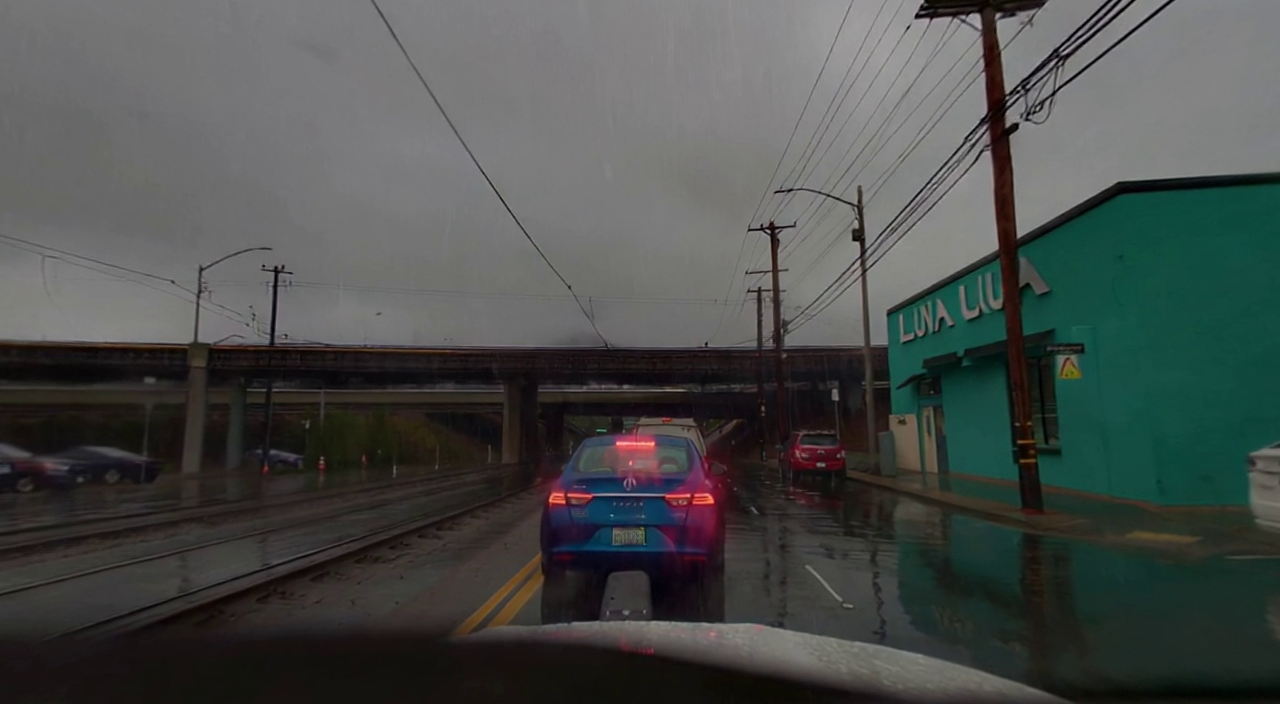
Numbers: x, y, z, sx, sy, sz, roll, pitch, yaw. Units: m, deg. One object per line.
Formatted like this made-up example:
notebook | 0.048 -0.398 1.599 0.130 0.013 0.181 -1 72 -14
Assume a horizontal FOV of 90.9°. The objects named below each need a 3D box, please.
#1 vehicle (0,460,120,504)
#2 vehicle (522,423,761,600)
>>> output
vehicle | -21.934 4.674 22.841 4.566 1.453 1.935 -1 -9 5
vehicle | 0.100 1.706 7.610 2.090 1.518 4.033 -1 -9 3
